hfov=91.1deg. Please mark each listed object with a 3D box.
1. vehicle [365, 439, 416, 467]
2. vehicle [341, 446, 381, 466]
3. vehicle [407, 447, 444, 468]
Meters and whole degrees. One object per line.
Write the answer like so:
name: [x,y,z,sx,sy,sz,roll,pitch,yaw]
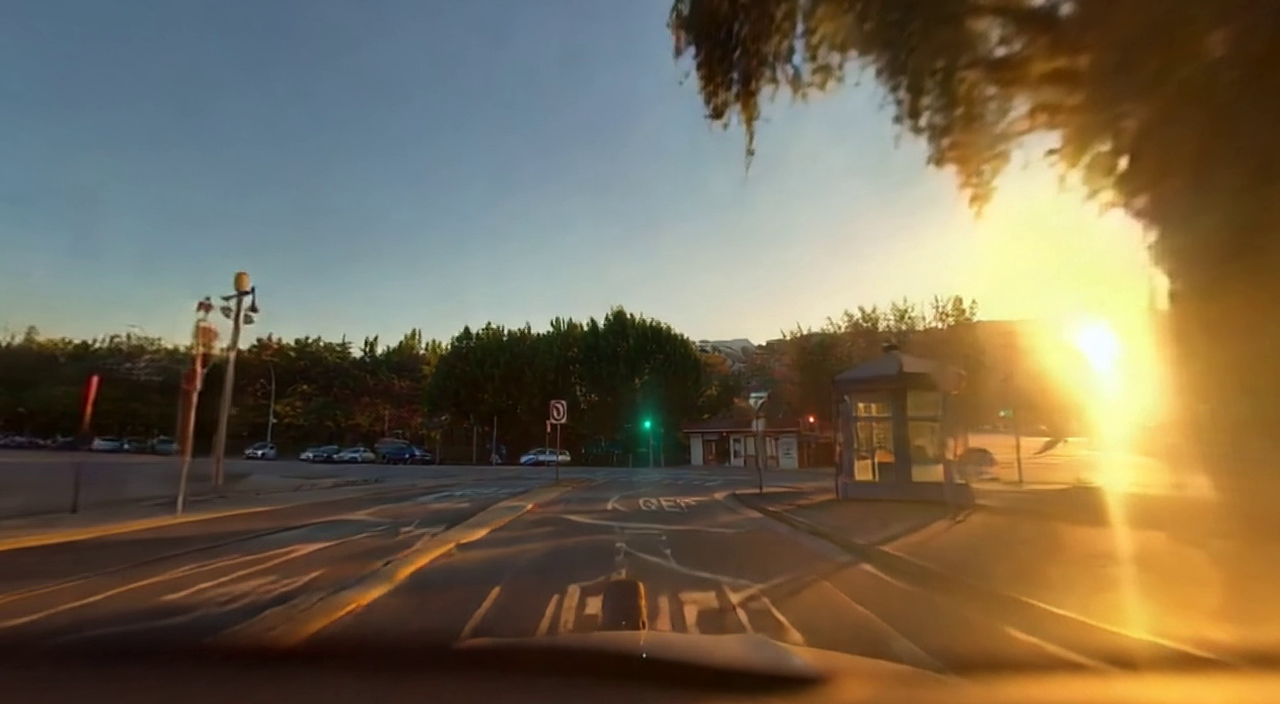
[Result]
vehicle: [-18.351,7.482,46.470,2.337,1.934,4.843,2,-9,-8]
vehicle: [-21.705,8.104,48.915,1.799,1.422,3.890,3,-8,-9]
vehicle: [-15.311,7.553,45.009,1.789,1.399,4.236,2,-9,-9]
